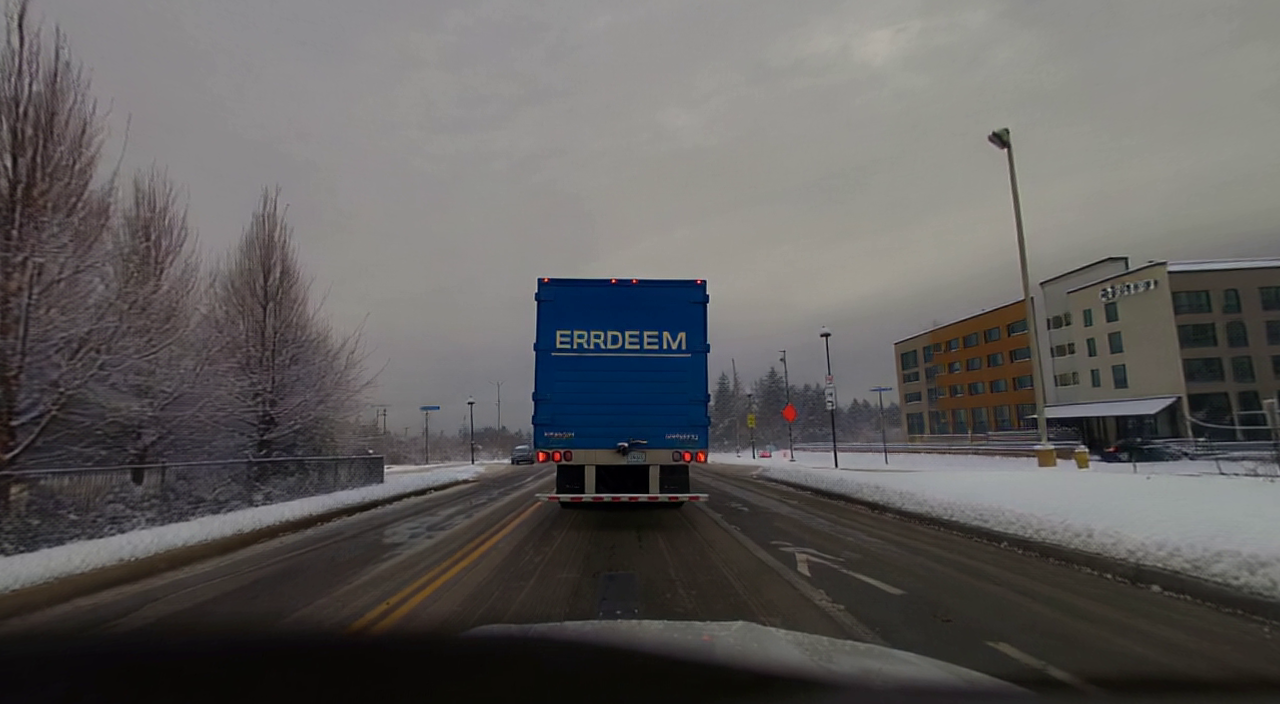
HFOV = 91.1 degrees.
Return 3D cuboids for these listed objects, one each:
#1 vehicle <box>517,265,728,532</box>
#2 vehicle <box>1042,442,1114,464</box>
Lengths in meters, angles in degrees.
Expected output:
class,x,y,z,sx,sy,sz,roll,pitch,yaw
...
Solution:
class,x,y,z,sx,sy,sz,roll,pitch,yaw
vehicle,-0.199,1.223,13.438,2.876,3.724,9.351,0,-8,1
vehicle,31.386,7.214,45.149,1.652,1.423,3.797,5,-9,-35
